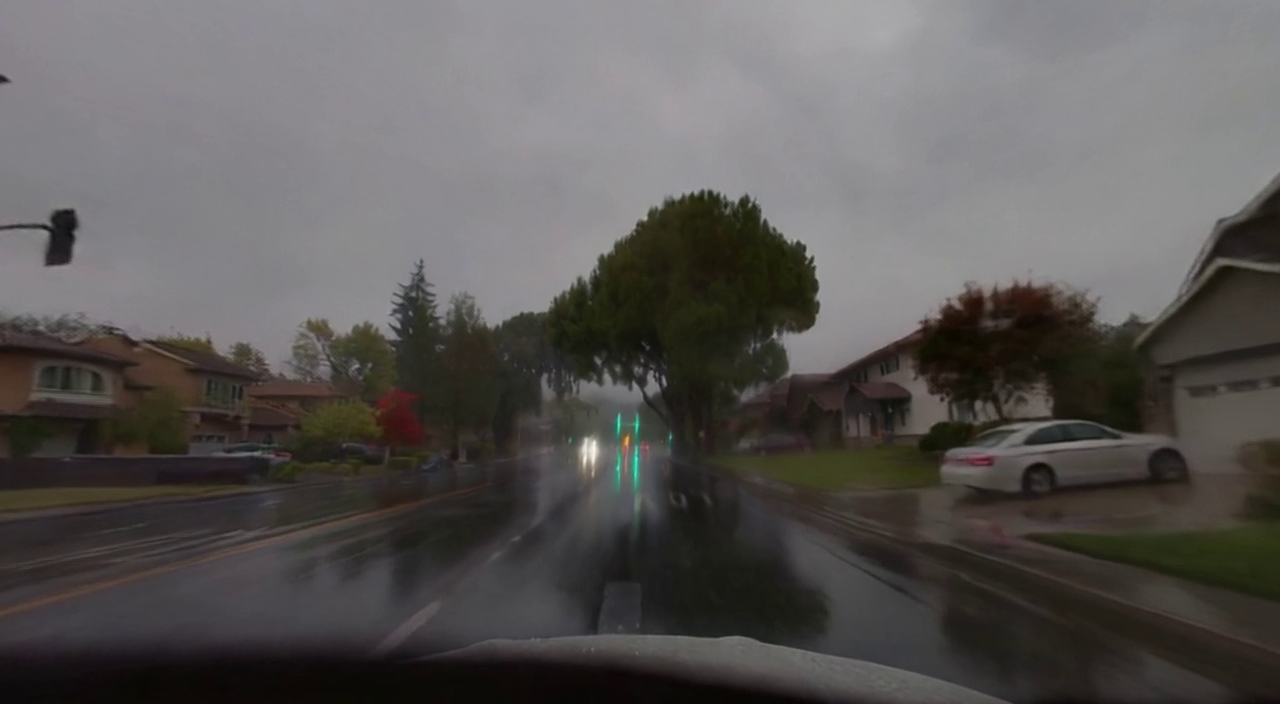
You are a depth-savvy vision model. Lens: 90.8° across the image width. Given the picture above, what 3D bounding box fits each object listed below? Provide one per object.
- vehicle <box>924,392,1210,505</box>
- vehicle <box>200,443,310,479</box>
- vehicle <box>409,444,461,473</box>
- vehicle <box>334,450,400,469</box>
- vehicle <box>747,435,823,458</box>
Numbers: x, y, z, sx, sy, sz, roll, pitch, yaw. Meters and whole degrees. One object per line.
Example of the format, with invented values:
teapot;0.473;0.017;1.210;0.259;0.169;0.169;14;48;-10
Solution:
vehicle;9.201;2.095;13.911;4.790;1.681;2.029;-7;-8;-5
vehicle;-21.219;6.002;34.966;4.756;1.869;2.042;-1;-8;3
vehicle;-14.487;7.509;44.953;2.008;1.908;5.305;0;-8;-1
vehicle;-21.195;8.326;49.101;4.284;1.431;1.811;0;-8;0
vehicle;9.944;6.525;43.551;4.660;1.513;2.067;0;-8;-4
